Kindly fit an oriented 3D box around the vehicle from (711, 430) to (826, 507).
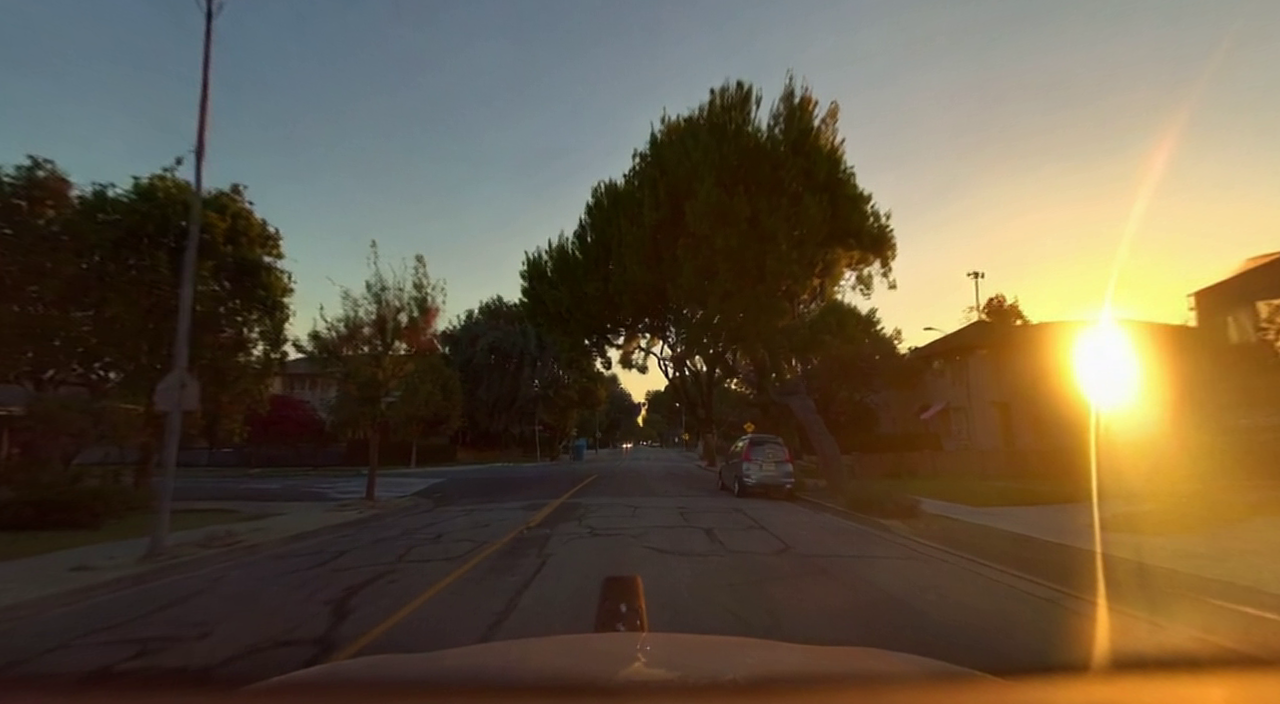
[{"bbox_3d":[3.206,3.015,16.762,2.086,1.726,4.384,-1,-9,0],"label":"vehicle"}]
